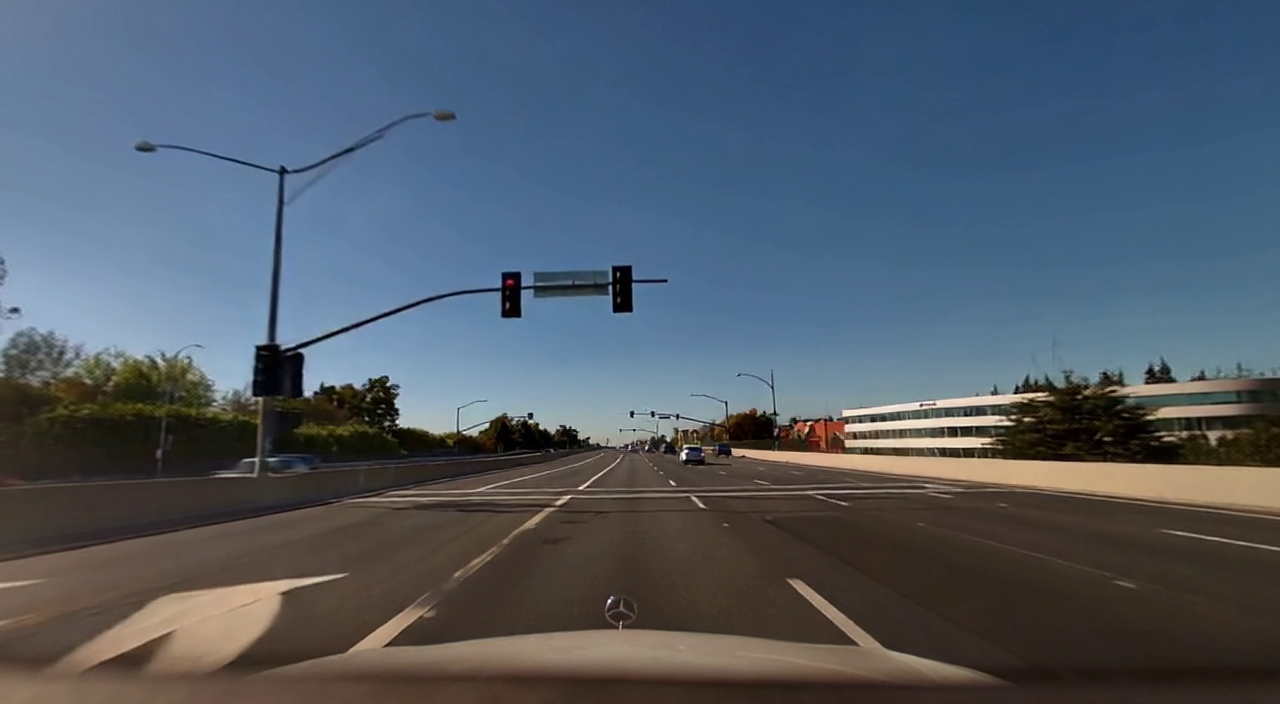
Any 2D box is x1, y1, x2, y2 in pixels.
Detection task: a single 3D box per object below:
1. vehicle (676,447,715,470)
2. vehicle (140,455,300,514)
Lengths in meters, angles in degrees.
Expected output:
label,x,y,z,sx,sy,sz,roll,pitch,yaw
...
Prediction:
label,x,y,z,sx,sy,sz,roll,pitch,yaw
vehicle,3.801,7.402,44.043,2.187,1.475,4.529,0,-9,-1
vehicle,-12.479,3.909,19.187,1.870,1.501,4.364,0,-9,0
